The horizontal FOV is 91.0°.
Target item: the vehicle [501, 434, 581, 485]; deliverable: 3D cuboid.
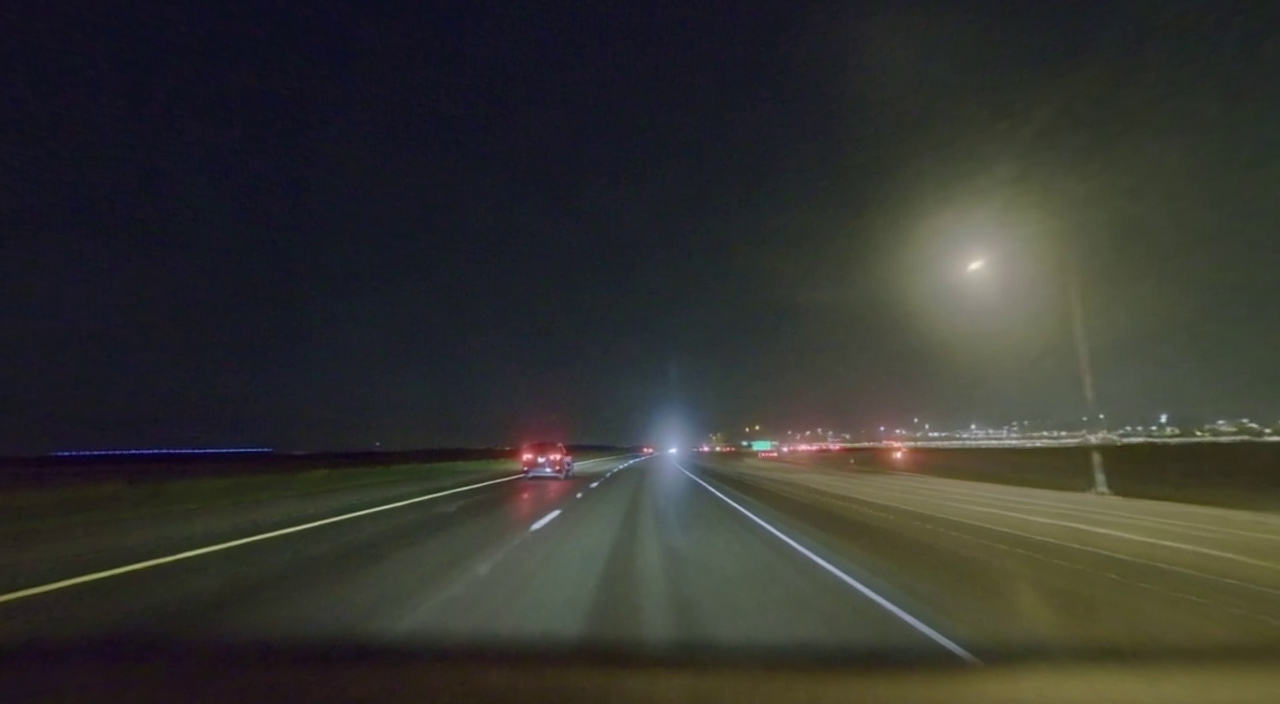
[{"bbox_3d":[-3.714,4.160,24.677,2.193,1.771,4.757,0,-9,2],"label":"vehicle"}]
